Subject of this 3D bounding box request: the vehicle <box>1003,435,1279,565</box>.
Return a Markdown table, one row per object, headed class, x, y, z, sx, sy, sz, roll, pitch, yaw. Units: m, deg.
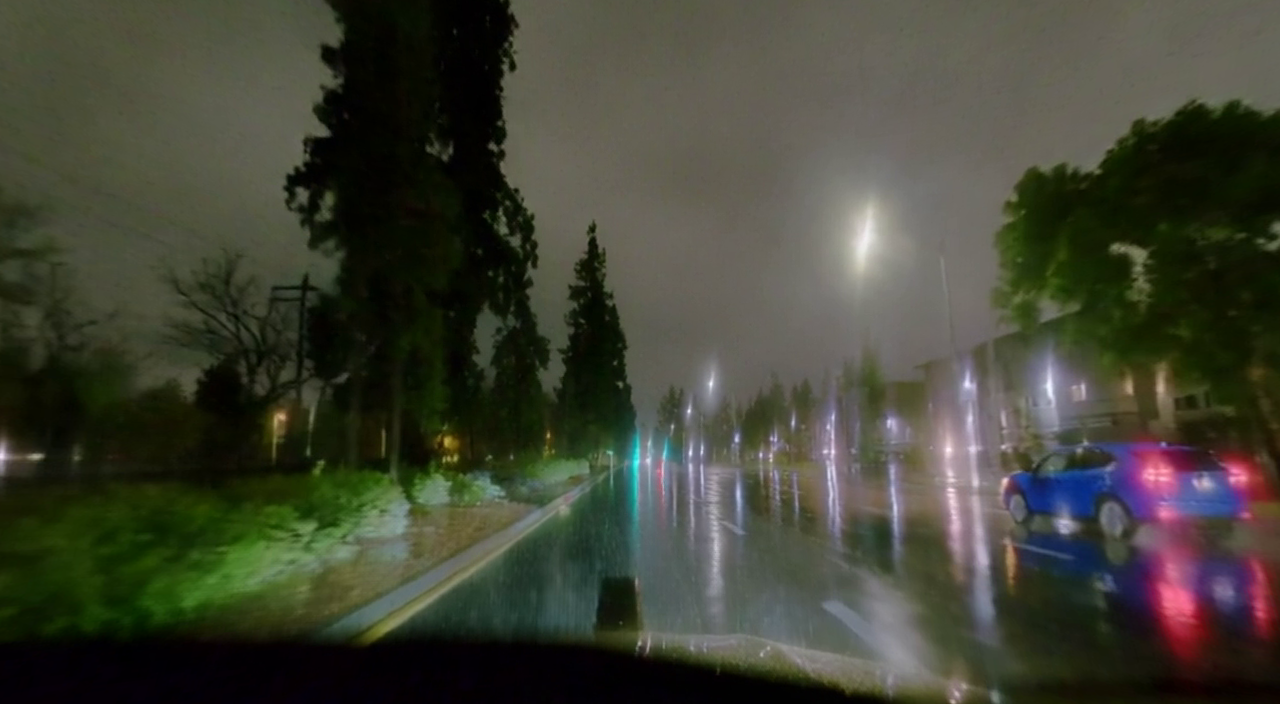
| class | x | y | z | sx | sy | sz | roll | pitch | yaw |
| --- | --- | --- | --- | --- | --- | --- | --- | --- | --- |
| vehicle | 7.280 | 2.012 | 9.253 | 1.797 | 1.518 | 3.433 | 0 | -9 | -1 |
